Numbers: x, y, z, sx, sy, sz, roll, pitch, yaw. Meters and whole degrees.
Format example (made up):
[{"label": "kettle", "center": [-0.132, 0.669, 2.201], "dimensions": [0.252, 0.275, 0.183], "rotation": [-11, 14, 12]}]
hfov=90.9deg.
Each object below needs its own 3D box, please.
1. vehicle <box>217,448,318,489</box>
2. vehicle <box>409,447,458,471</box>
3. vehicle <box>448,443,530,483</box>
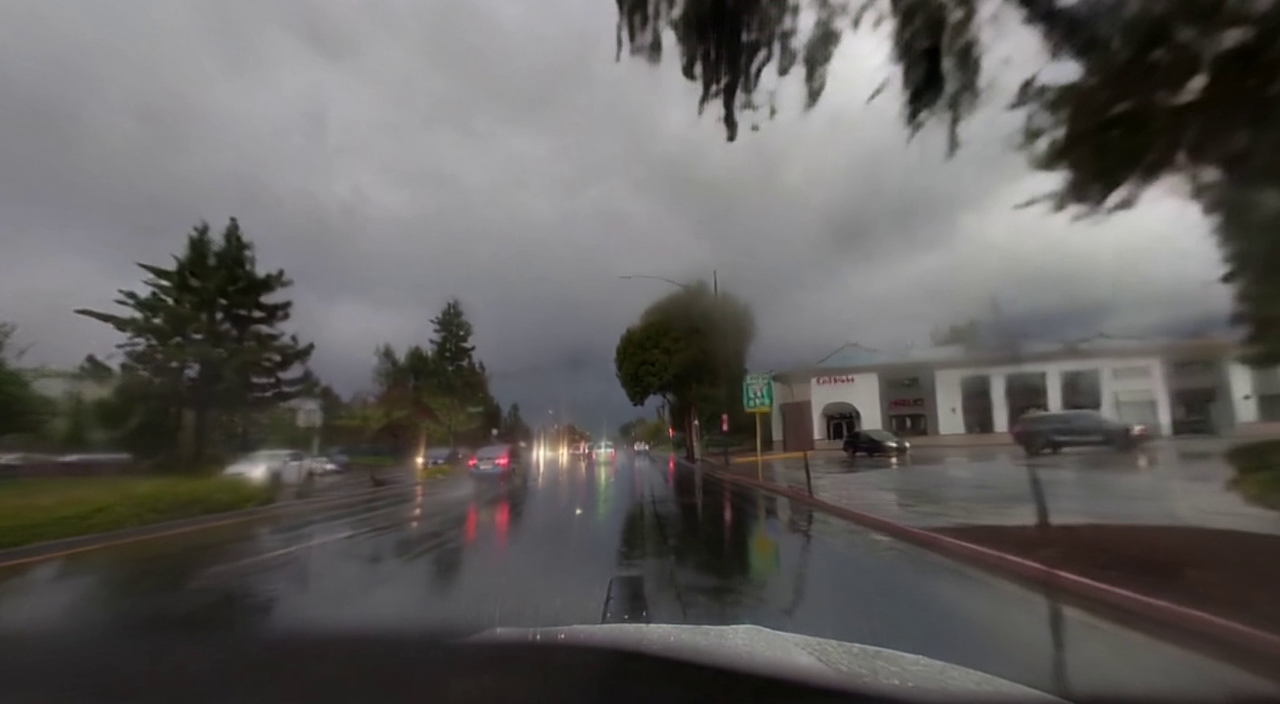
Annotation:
[{"label": "vehicle", "center": [-17.589, 5.475, 30.067], "dimensions": [2.027, 1.773, 4.501], "rotation": [0, -9, 0]}, {"label": "vehicle", "center": [-13.630, 7.055, 41.842], "dimensions": [1.937, 1.526, 4.530], "rotation": [0, -9, -3]}, {"label": "vehicle", "center": [-5.813, 4.319, 24.873], "dimensions": [2.072, 1.427, 4.328], "rotation": [0, -9, 1]}]
